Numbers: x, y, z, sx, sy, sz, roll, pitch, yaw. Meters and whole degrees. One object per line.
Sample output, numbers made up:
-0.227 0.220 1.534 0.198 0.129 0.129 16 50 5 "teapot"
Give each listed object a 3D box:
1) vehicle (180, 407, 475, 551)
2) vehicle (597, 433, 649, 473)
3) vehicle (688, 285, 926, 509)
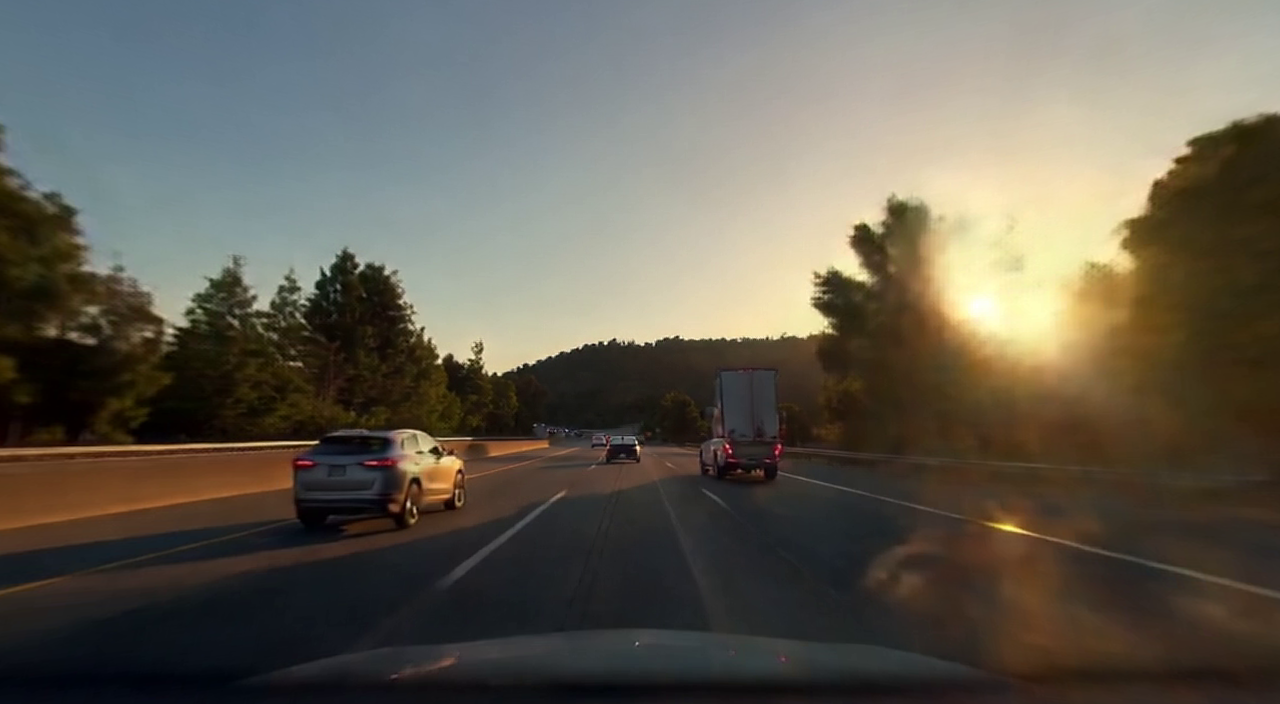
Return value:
-4.363 1.846 9.908 2.264 1.699 4.648 0 -8 0 "vehicle"
-0.704 4.297 27.072 2.048 1.563 4.087 0 -8 -1 "vehicle"
3.583 1.795 18.803 2.946 4.111 14.652 0 -8 -1 "vehicle"
